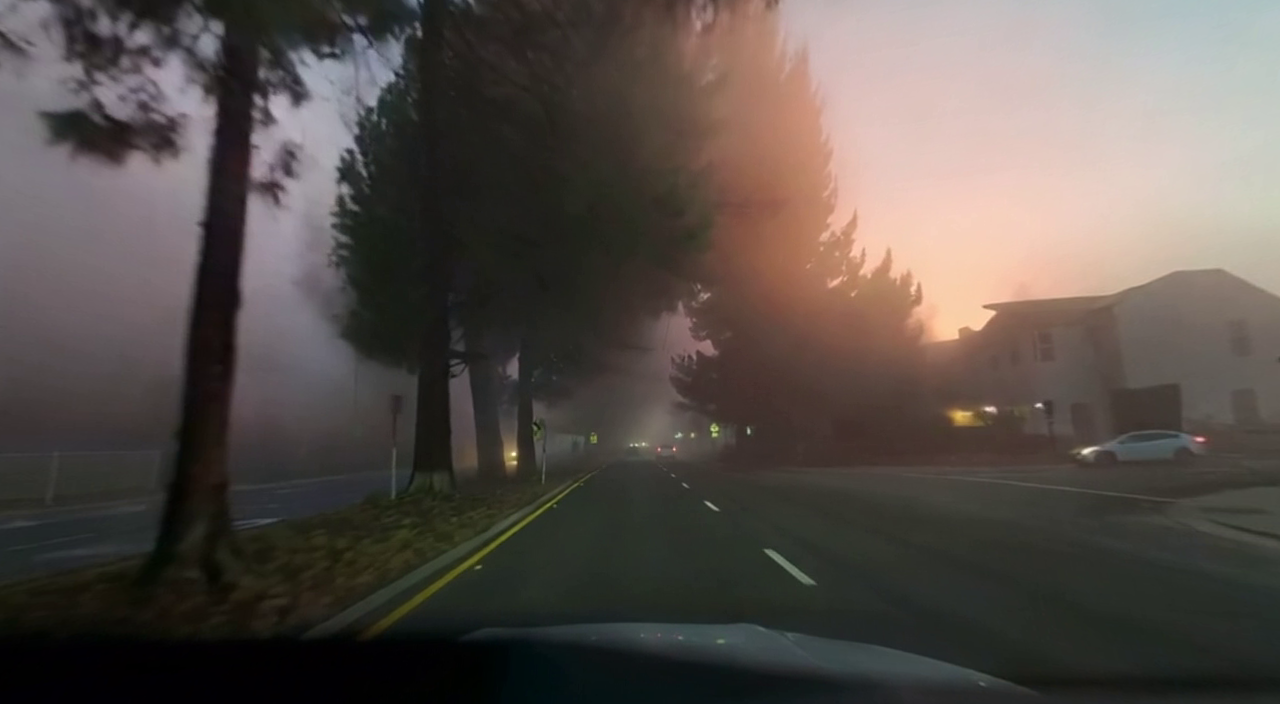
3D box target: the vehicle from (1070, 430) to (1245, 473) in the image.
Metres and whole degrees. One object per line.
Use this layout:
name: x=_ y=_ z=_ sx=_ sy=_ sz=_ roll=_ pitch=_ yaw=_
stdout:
vehicle: x=18.890 y=3.655 z=23.239 sx=4.536 sy=1.453 sz=2.128 roll=0 pitch=-8 yaw=-1
